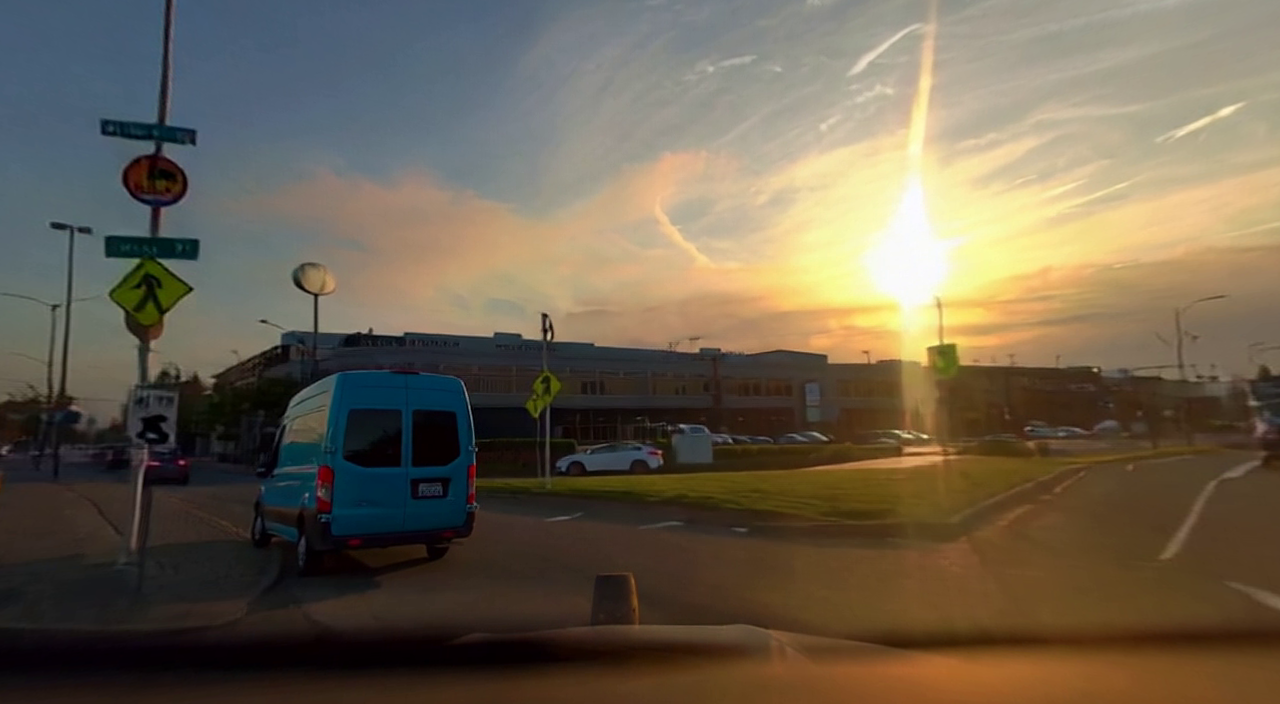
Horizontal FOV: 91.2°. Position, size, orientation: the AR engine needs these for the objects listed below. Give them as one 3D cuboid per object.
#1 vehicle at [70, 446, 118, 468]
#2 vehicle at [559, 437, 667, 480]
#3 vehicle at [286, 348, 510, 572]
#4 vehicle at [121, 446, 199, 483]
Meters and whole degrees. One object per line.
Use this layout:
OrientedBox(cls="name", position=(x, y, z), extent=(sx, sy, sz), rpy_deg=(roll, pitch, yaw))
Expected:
OrientedBox(cls="vehicle", position=(-38.455, 7.387, 44.101), extent=(4.243, 1.458, 1.839), rpy_deg=(-8, -12, 41))
OrientedBox(cls="vehicle", position=(-1.015, 4.225, 24.988), extent=(4.109, 1.592, 2.008), rpy_deg=(0, -9, 0))
OrientedBox(cls="vehicle", position=(-4.320, 1.712, 10.444), extent=(2.432, 2.624, 5.670), rpy_deg=(5, -10, -30))
OrientedBox(cls="vehicle", position=(-21.680, 5.021, 28.233), extent=(4.457, 1.533, 1.933), rpy_deg=(-8, -12, 42))
